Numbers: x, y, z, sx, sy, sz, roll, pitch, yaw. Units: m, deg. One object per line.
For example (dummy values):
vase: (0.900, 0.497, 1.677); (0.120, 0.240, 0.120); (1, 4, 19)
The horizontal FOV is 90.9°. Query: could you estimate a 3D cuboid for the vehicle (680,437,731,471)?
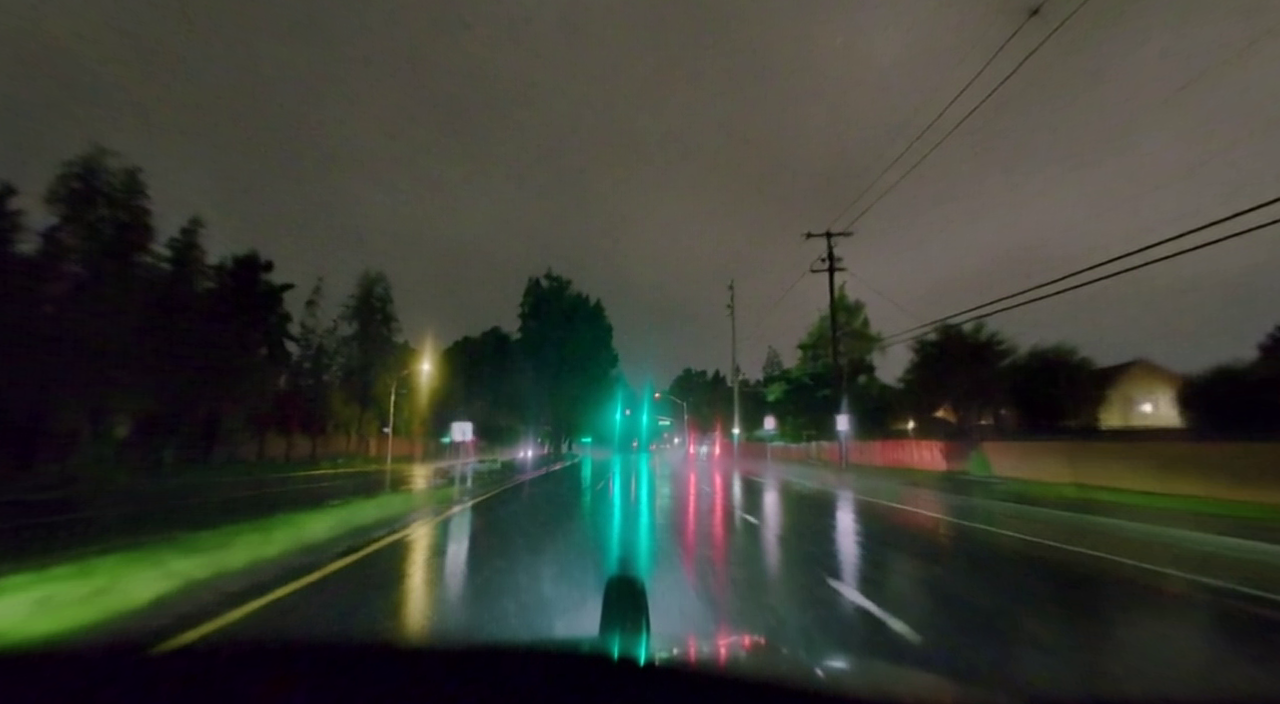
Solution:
vehicle: (3.574, 5.644, 35.098); (2.240, 1.781, 4.433); (0, -8, -1)
